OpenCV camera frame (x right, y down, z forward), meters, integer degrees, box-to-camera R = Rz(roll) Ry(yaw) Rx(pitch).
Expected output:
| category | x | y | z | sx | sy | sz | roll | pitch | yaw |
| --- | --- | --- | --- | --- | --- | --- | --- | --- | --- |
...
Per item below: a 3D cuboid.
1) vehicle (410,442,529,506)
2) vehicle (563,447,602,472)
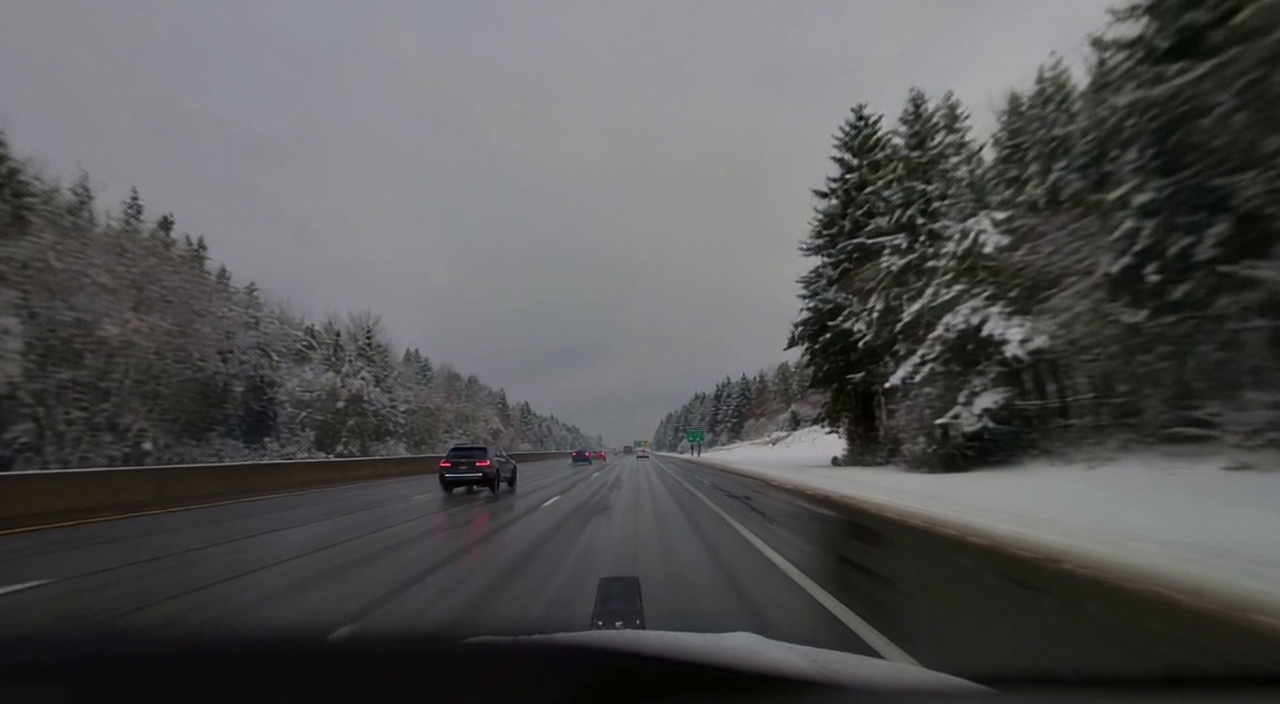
| category | x | y | z | sx | sy | sz | roll | pitch | yaw |
| --- | --- | --- | --- | --- | --- | --- | --- | --- | --- |
| vehicle | -4.518 | 3.294 | 17.489 | 1.975 | 1.501 | 4.603 | 0 | -9 | 1 |
| vehicle | -3.522 | 6.686 | 39.368 | 2.005 | 1.474 | 3.921 | 0 | -9 | 1 |
